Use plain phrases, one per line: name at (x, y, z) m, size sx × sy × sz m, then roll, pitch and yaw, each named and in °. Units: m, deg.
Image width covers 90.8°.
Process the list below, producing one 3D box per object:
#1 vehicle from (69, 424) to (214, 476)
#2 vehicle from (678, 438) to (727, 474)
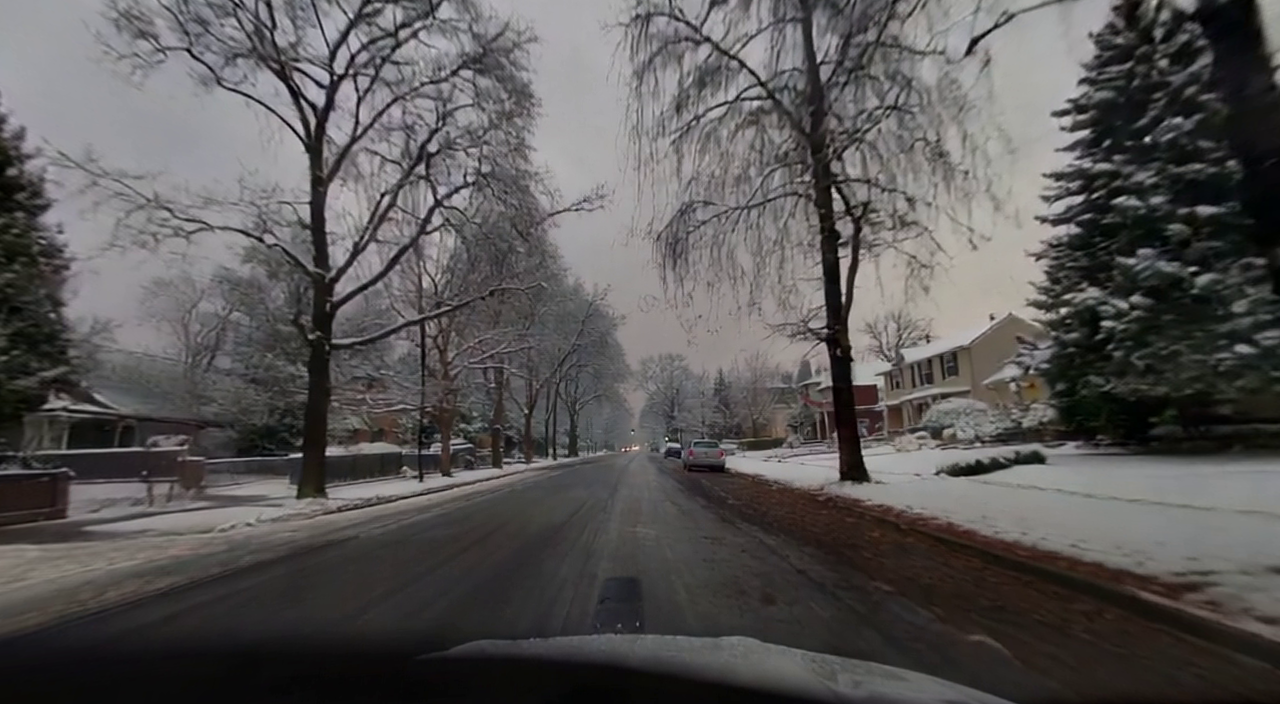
vehicle at (-28.856, 5.828, 37.060) m, size 2.735 × 2.720 × 6.677 m, roll -1°, pitch -10°, yaw 3°
vehicle at (3.207, 5.464, 33.371) m, size 2.055 × 1.738 × 4.448 m, roll 0°, pitch -9°, yaw -1°
